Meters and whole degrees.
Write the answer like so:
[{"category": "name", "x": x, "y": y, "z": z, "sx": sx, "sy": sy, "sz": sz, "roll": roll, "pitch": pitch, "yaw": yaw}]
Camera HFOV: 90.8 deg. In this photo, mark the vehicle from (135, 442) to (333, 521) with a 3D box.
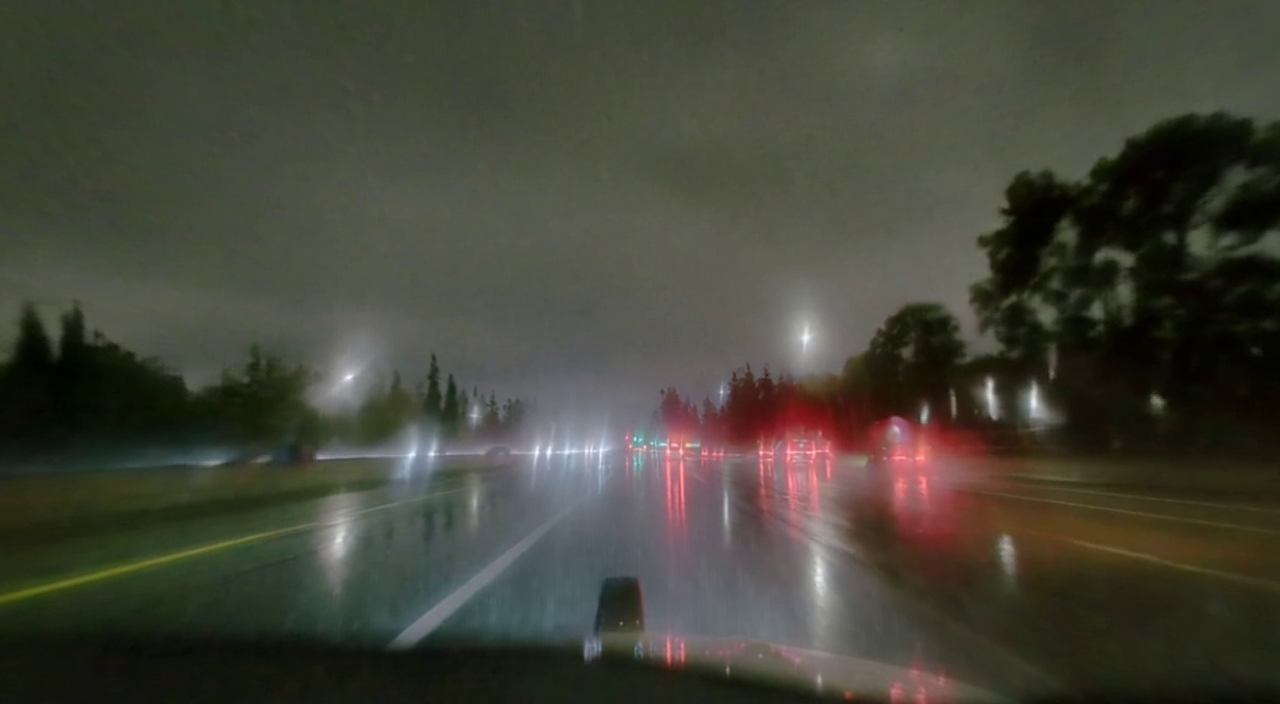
[{"category": "vehicle", "x": -10.111, "y": 3.196, "z": 16.313, "sx": 1.998, "sy": 1.682, "sz": 4.658, "roll": 0, "pitch": -8, "yaw": 0}]
